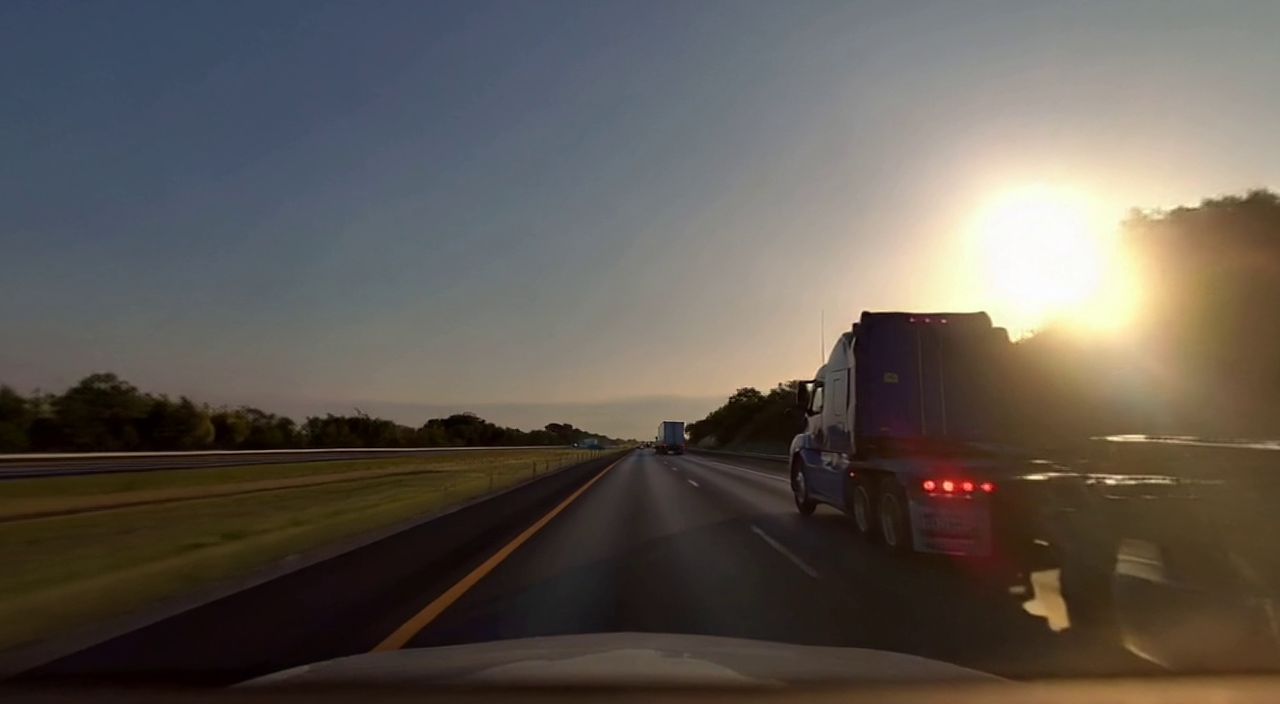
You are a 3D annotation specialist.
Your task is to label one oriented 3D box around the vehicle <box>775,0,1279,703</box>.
[{"bbox_3d":[4.043,0.299,6.814,3.080,4.016,9.760,0,-8,1],"label":"vehicle"}]
